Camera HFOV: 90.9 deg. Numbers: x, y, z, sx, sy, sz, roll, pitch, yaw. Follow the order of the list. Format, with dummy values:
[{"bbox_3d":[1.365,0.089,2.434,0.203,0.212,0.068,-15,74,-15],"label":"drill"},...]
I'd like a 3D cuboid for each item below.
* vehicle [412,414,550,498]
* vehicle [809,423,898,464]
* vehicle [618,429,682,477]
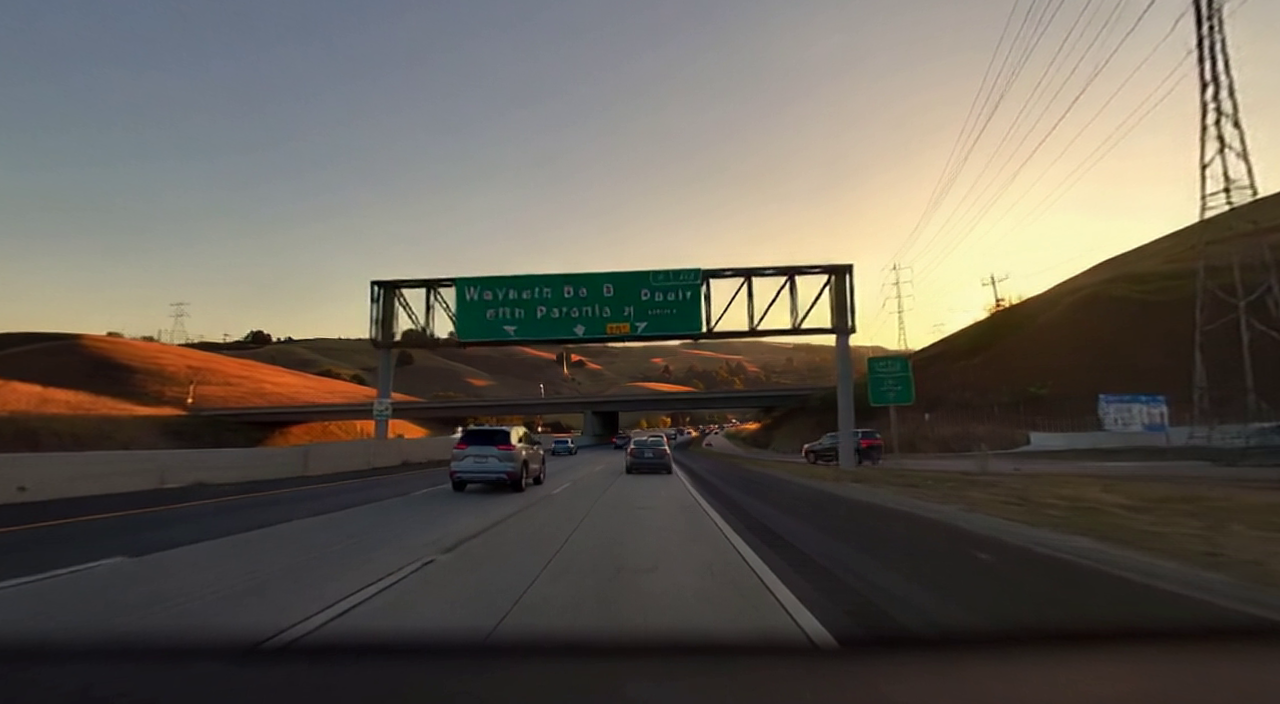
[{"bbox_3d":[-3.884,2.680,16.498,2.228,1.845,4.847,-1,-8,2],"label":"vehicle"},{"bbox_3d":[14.608,6.380,43.729,2.571,2.571,6.876,2,-9,-12],"label":"vehicle"},{"bbox_3d":[0.401,3.776,23.729,2.193,1.651,3.946,-1,-8,2],"label":"vehicle"}]
